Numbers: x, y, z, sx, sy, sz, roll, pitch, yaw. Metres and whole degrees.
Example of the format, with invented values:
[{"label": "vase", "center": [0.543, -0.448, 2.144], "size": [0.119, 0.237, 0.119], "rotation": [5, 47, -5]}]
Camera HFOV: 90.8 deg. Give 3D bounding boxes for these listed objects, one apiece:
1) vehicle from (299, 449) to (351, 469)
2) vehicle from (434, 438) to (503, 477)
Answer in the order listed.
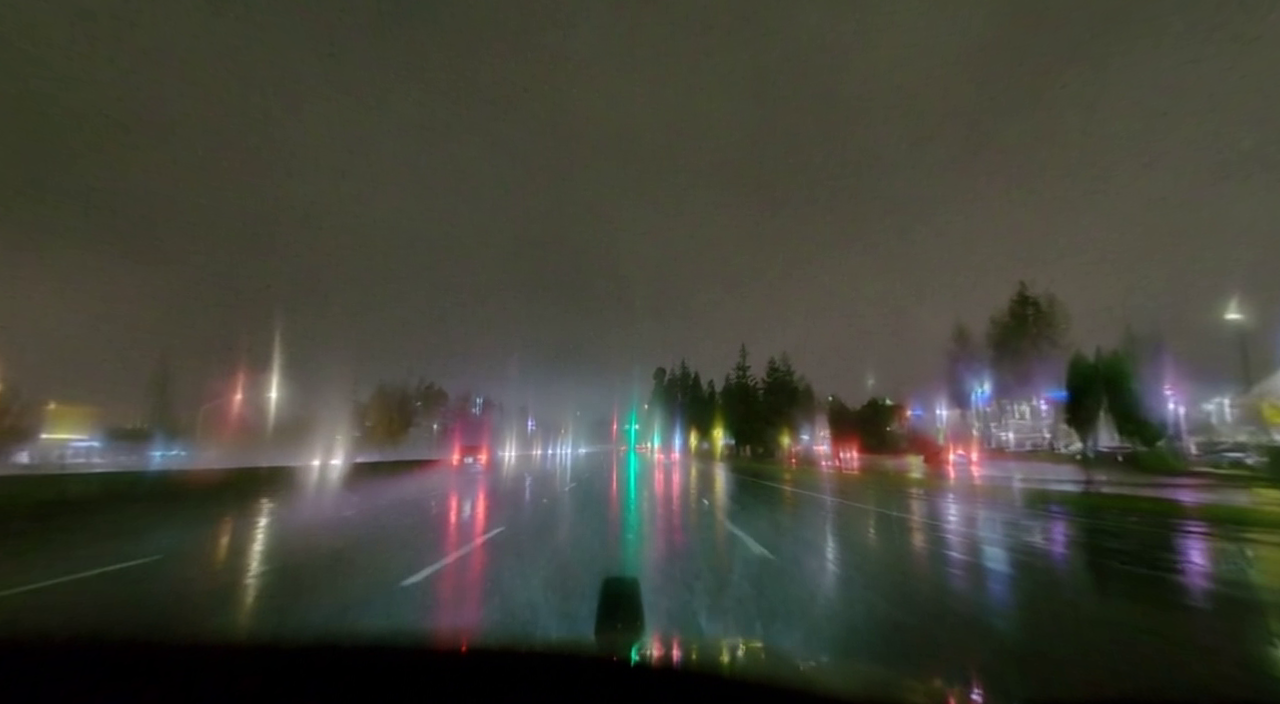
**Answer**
[{"label": "vehicle", "center": [-24.791, 8.408, 49.917], "size": [1.786, 1.482, 4.453], "rotation": [0, -8, 0]}, {"label": "vehicle", "center": [-8.077, 4.986, 30.141], "size": [2.089, 1.724, 4.327], "rotation": [0, -9, 0]}]
